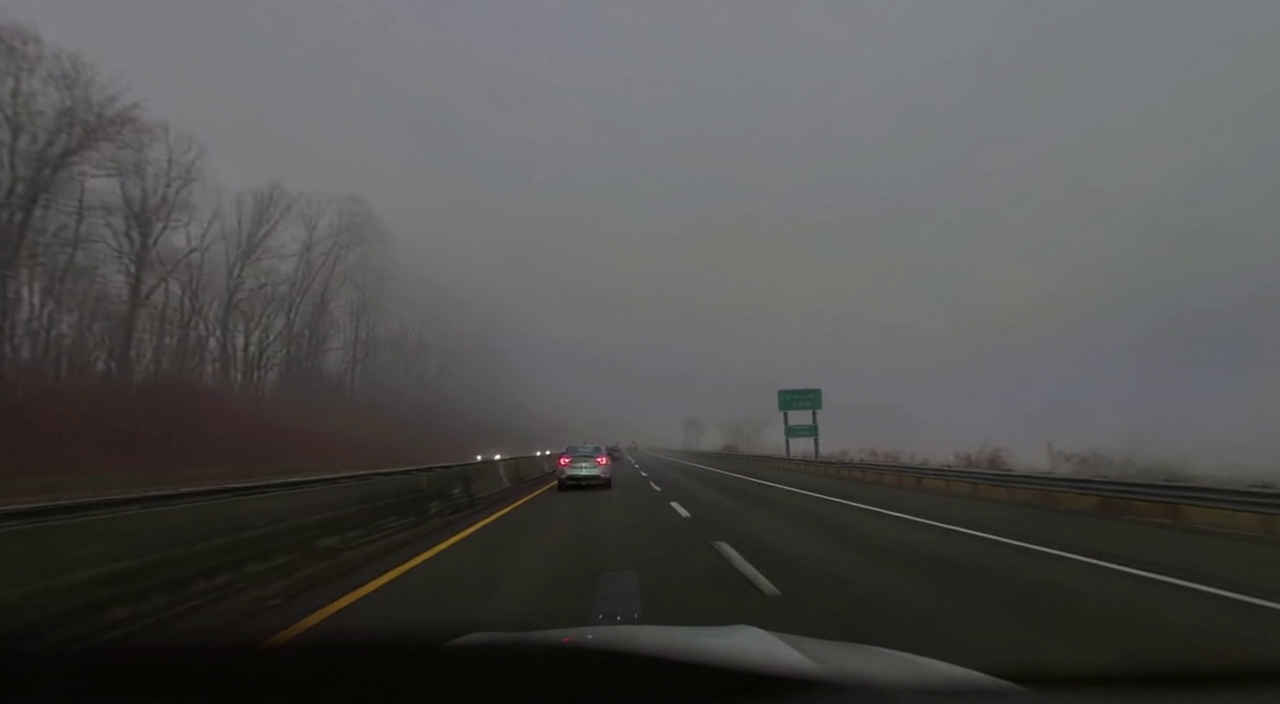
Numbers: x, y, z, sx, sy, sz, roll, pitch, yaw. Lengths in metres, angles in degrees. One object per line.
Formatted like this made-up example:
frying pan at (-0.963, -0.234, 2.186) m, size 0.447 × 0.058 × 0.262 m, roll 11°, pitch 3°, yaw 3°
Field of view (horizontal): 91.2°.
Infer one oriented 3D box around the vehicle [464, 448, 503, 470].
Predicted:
vehicle at (-11.652, 8.014, 46.973) m, size 1.990 × 1.539 × 4.498 m, roll 0°, pitch -9°, yaw -2°

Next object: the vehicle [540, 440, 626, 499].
vehicle at (-1.563, 3.394, 18.449) m, size 2.244 × 1.506 × 4.097 m, roll 0°, pitch -9°, yaw -2°
